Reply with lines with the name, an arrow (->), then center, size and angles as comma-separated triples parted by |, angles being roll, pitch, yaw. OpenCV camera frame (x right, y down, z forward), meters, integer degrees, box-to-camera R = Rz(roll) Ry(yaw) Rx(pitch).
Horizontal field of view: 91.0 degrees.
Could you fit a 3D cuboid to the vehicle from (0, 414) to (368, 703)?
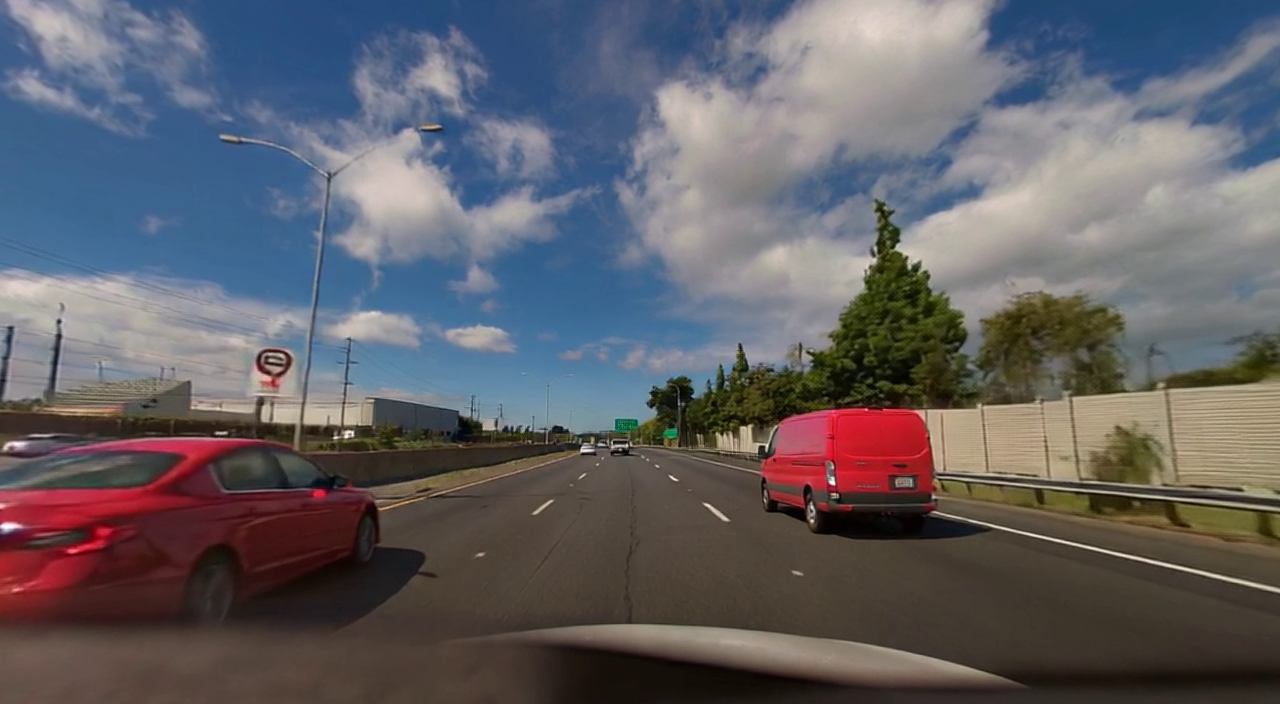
vehicle -> -3.683, 1.226, 4.206 | 1.916, 1.451, 4.166 | 0, -8, -1
